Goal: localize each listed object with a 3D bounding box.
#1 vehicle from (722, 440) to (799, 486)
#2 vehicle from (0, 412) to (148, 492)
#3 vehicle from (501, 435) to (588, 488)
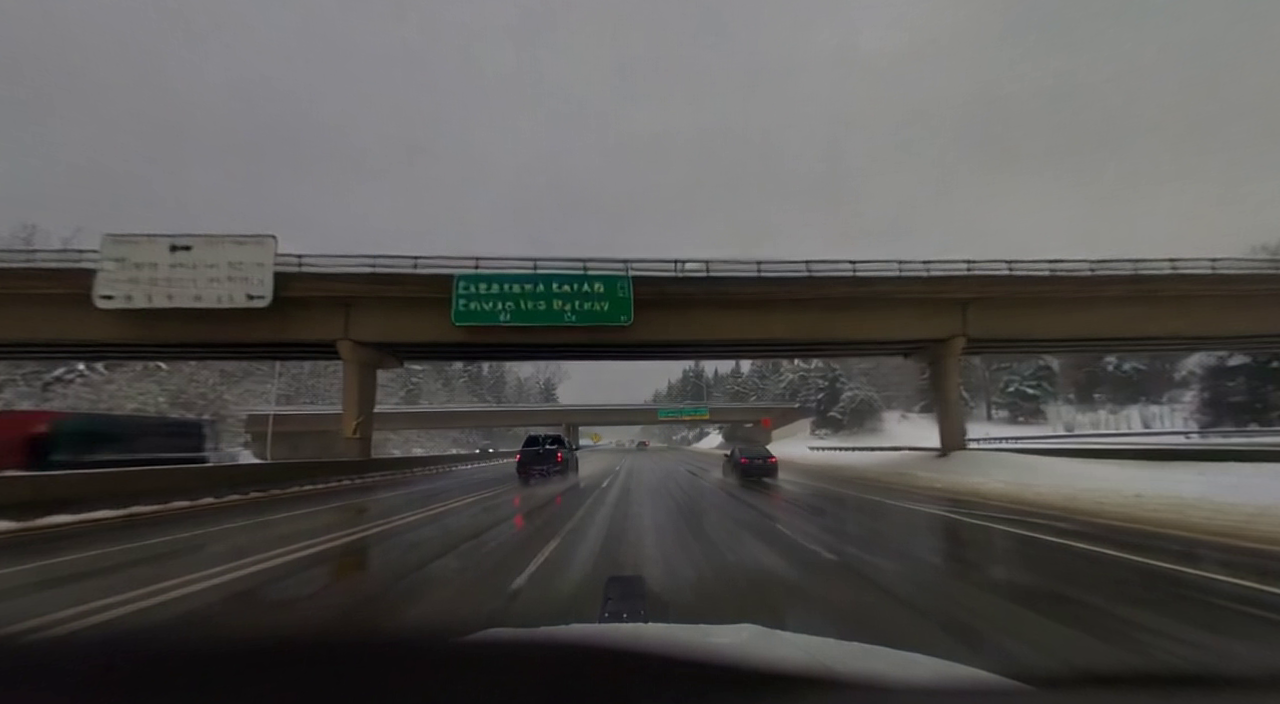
[{"bbox_3d":[4.230,3.947,22.826,1.908,1.483,4.259,0,-8,-1],"label":"vehicle"},{"bbox_3d":[-28.938,4.769,30.301,2.858,3.421,9.440,0,-8,0],"label":"vehicle"},{"bbox_3d":[-3.319,3.937,23.059,2.259,1.706,4.924,0,-8,2],"label":"vehicle"}]
